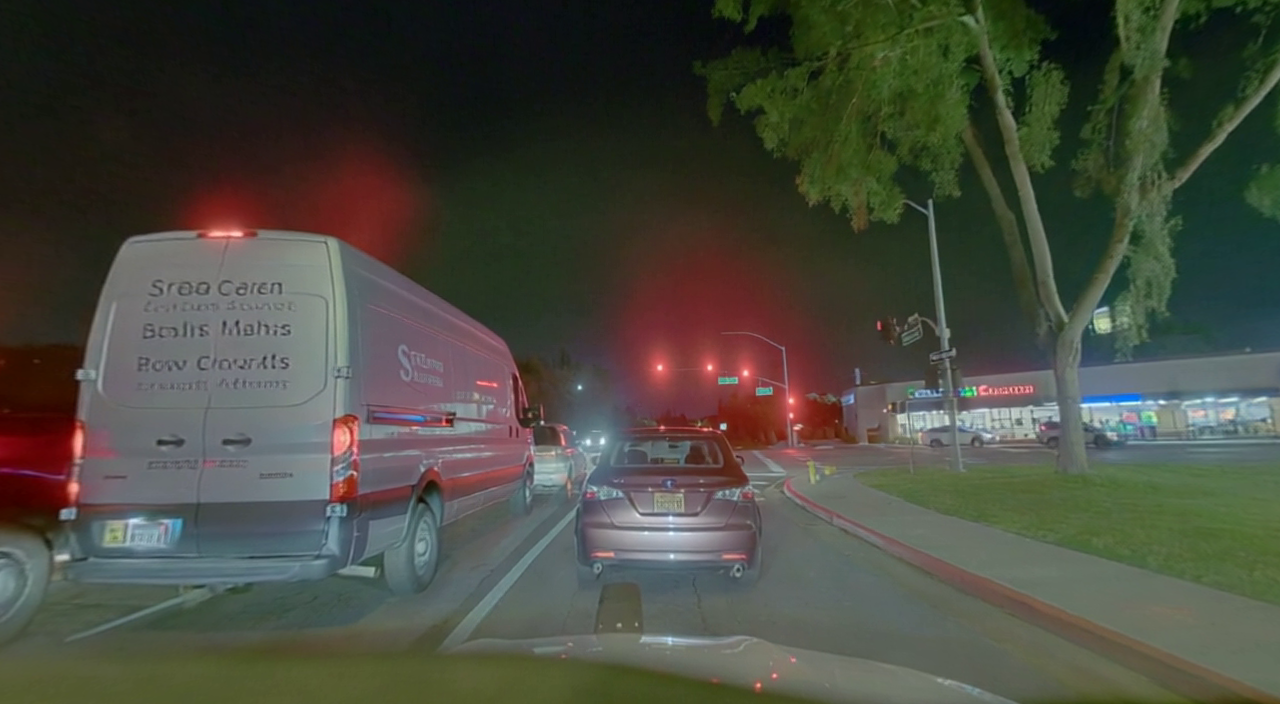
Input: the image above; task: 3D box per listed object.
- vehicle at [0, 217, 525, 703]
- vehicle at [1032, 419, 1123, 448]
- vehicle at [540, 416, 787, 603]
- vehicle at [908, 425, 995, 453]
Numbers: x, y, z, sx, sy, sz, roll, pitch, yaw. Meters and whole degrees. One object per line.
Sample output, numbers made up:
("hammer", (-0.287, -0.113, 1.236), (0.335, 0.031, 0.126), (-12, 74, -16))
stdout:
("vehicle", (-3.089, 1.023, 6.787), (2.555, 3.035, 5.702), (0, -8, 0))
("vehicle", (32.011, 6.025, 46.132), (5.084, 2.041, 2.360), (1, -9, -9))
("vehicle", (0.413, 1.841, 8.340), (2.398, 1.773, 4.254), (-1, -8, 6))
("vehicle", (21.958, 6.157, 44.463), (5.021, 1.848, 2.210), (1, -9, -9))
